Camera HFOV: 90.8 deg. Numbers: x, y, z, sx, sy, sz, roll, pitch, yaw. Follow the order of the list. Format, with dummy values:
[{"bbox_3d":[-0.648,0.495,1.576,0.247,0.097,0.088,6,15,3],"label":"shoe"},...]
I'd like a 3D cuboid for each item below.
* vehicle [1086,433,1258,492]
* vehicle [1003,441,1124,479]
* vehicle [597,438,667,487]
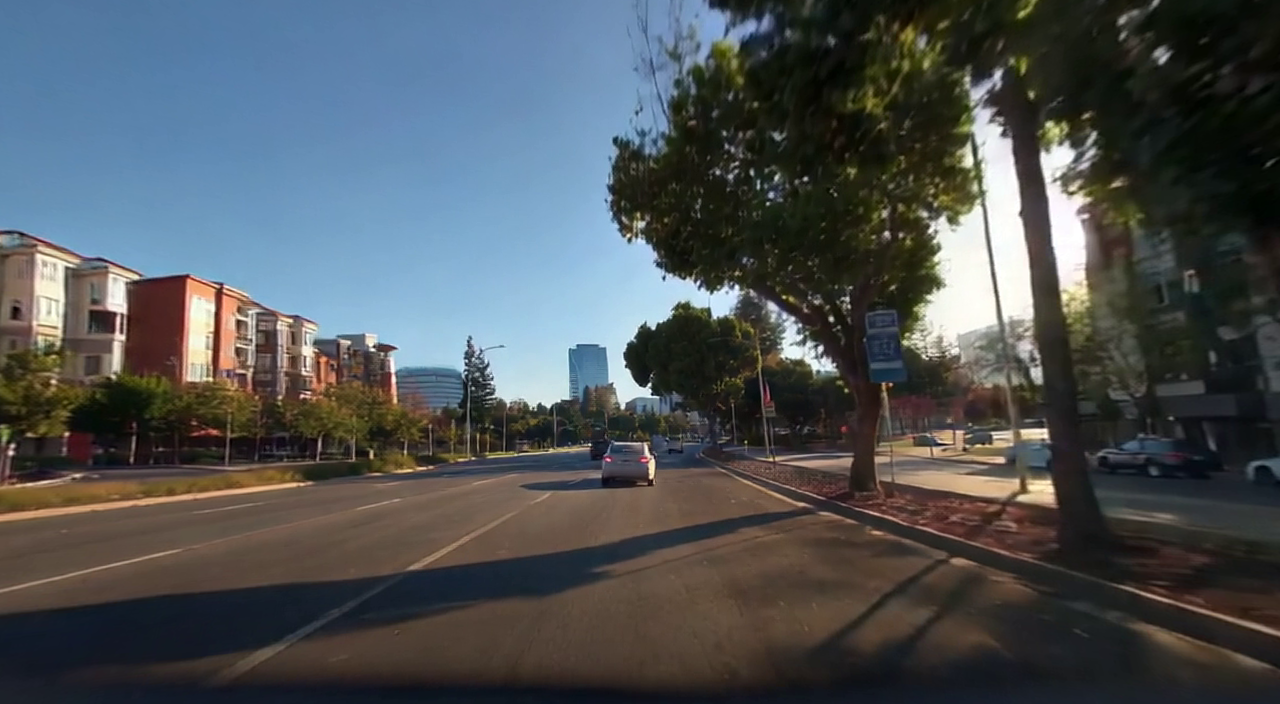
[{"bbox_3d":[17.429,3.596,21.068,1.942,1.690,4.453,-2,-8,3],"label":"vehicle"},{"bbox_3d":[17.516,4.470,26.471,1.857,1.441,4.721,0,-8,1],"label":"vehicle"},{"bbox_3d":[-0.193,3.708,21.503,2.133,1.481,4.276,0,-8,1],"label":"vehicle"}]
